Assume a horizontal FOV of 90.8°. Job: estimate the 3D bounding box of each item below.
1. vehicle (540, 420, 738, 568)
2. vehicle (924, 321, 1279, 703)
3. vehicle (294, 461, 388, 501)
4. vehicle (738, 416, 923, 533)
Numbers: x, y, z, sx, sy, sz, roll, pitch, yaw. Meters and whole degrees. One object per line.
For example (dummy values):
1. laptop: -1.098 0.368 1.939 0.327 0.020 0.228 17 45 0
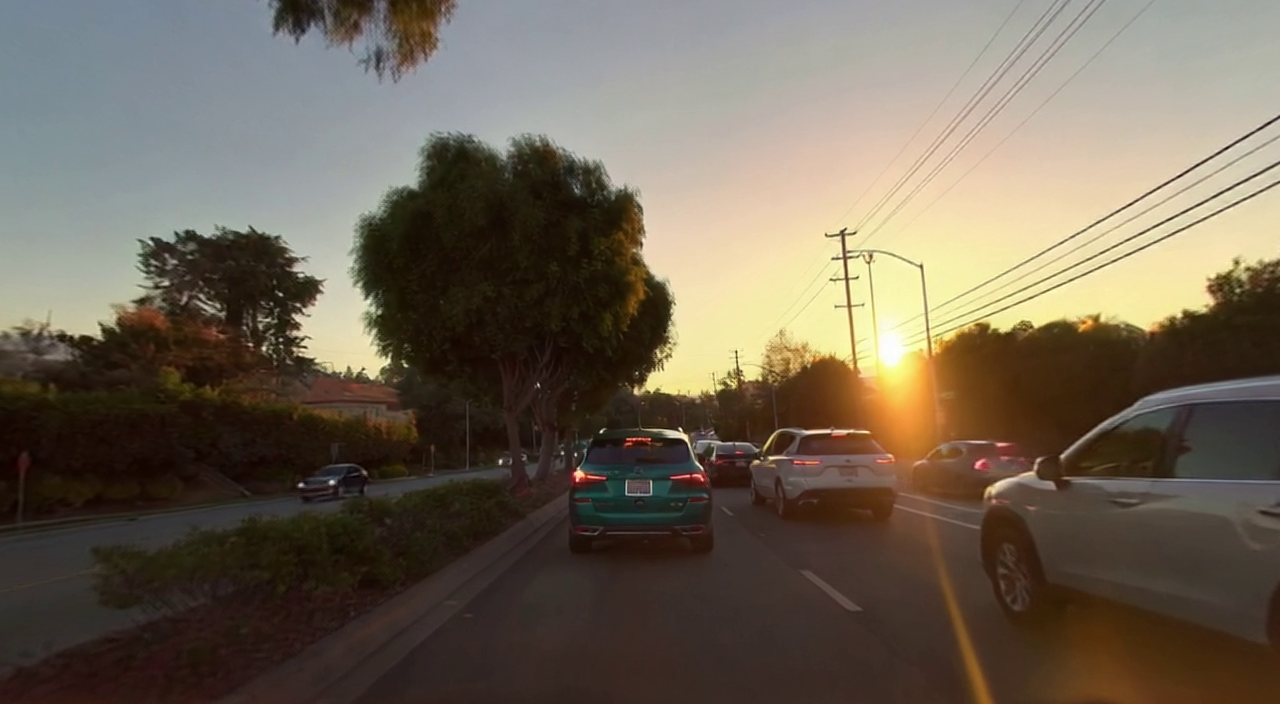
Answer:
1. vehicle: -0.041 1.905 9.255 2.199 1.641 4.232 0 -8 -1
2. vehicle: 3.528 0.875 3.390 2.001 1.707 4.250 0 -8 0
3. vehicle: -13.299 5.725 28.453 1.960 1.491 4.700 0 -8 -1
4. vehicle: 3.346 2.261 12.281 2.097 1.818 4.625 0 -8 -1
